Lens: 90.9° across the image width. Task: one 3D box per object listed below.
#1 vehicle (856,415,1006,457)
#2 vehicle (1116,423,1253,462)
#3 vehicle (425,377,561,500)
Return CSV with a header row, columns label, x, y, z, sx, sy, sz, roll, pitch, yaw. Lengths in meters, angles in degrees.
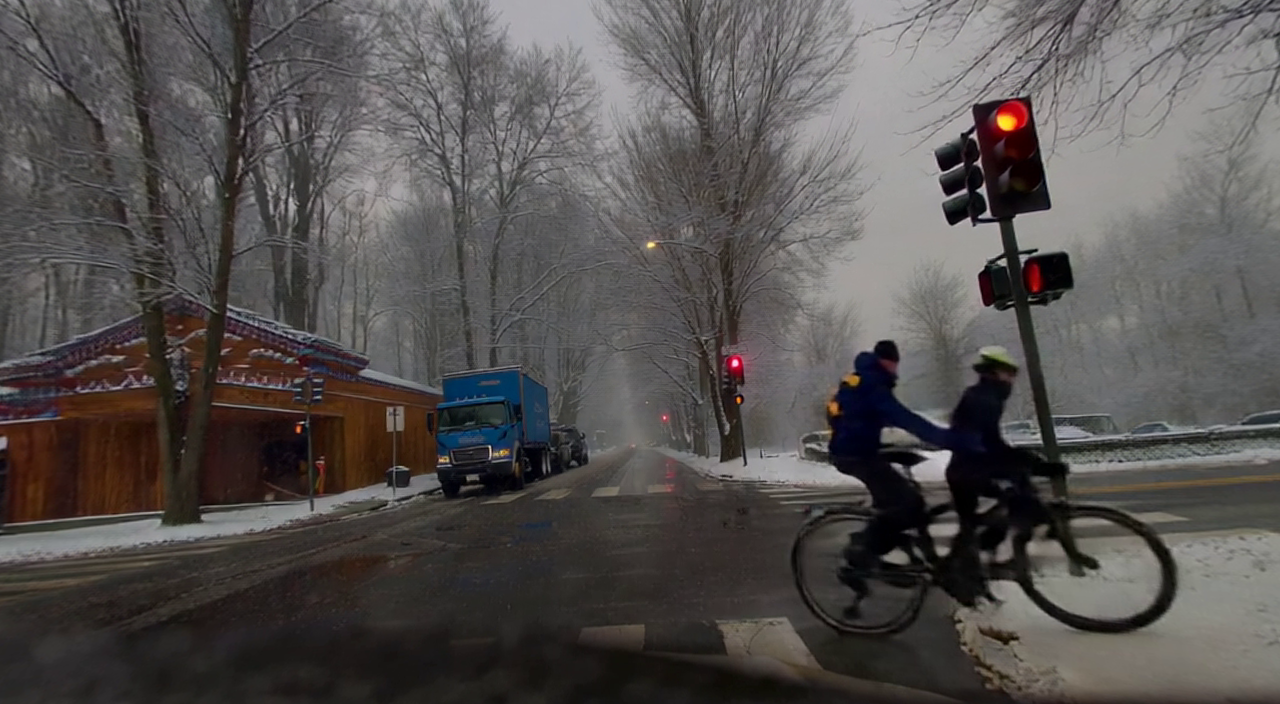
label,x,y,z,sx,sy,sz,roll,pitch,yaw
vehicle,10.684,3.134,23.424,4.643,1.456,1.820,-1,-8,5
vehicle,24.955,4.158,29.019,4.268,1.695,2.053,0,-8,3
vehicle,-5.820,3.743,27.156,3.113,4.041,10.284,-4,-8,1
